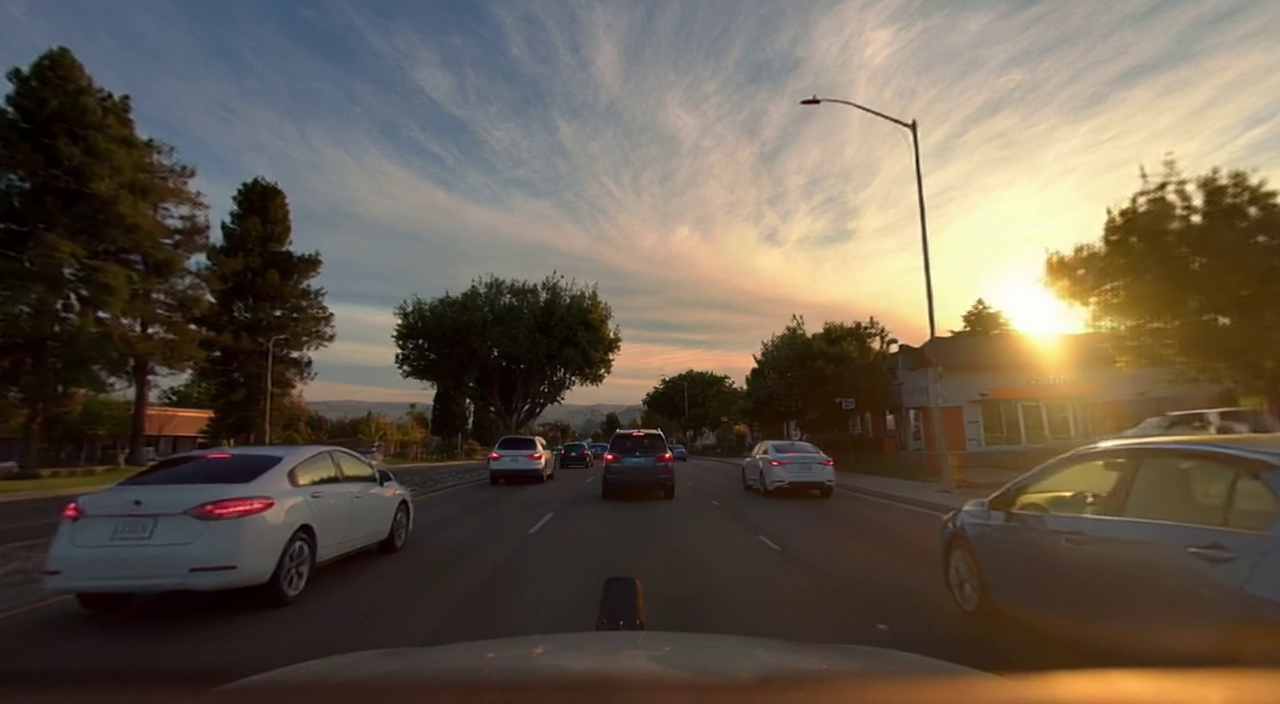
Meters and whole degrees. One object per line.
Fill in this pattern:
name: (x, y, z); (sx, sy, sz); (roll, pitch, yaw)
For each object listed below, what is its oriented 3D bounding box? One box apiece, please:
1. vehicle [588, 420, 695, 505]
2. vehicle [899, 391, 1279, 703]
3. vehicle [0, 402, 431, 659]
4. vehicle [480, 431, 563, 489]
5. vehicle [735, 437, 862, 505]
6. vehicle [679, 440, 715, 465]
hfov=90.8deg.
vehicle: (0.015, 2.672, 15.686); (2.279, 1.803, 4.254); (0, -8, 0)
vehicle: (3.263, 1.019, 3.131); (1.976, 1.492, 4.436); (0, -8, -1)
vehicle: (-3.602, 1.401, 5.995); (1.864, 1.574, 4.031); (0, -8, 0)
vehicle: (-3.787, 3.534, 20.936); (1.932, 1.695, 4.150); (0, -8, 0)
vehicle: (3.775, 2.905, 15.970); (1.888, 1.456, 4.589); (0, -8, -2)
vehicle: (3.738, 6.631, 41.903); (1.926, 1.522, 3.852); (0, -8, -2)
